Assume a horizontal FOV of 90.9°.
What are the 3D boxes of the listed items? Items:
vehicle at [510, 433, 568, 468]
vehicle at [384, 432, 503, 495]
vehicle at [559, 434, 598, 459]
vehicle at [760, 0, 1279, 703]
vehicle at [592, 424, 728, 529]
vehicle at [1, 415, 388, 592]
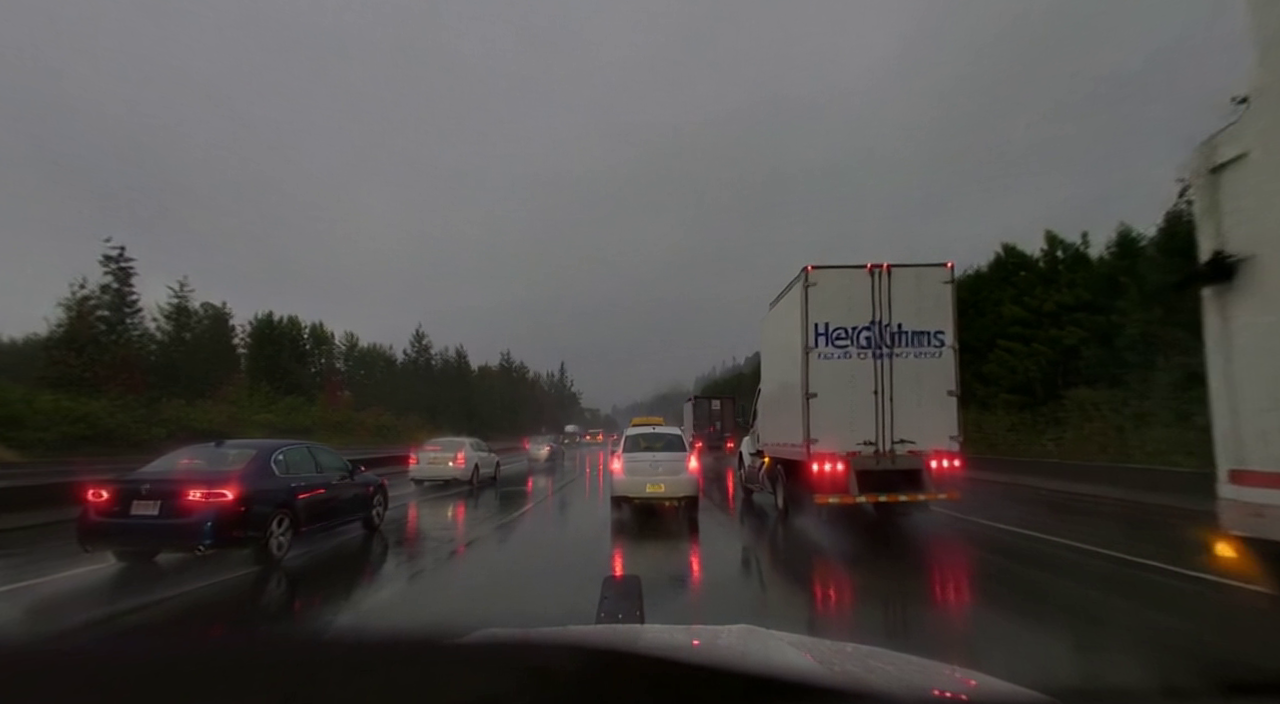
[{"bbox_3d":[-4.624,4.545,29.394,1.887,1.493,4.411,0,-8,1],"label":"vehicle"},{"bbox_3d":[-5.072,2.898,16.875,1.880,1.458,3.978,0,-8,0],"label":"vehicle"},{"bbox_3d":[-3.956,6.142,41.192,2.005,1.475,4.466,0,-8,1],"label":"vehicle"},{"bbox_3d":[3.974,0.100,5.828,2.817,3.989,14.321,0,-8,-1],"label":"vehicle"},{"bbox_3d":[0.284,2.044,10.973,1.973,1.505,3.568,0,-8,0],"label":"vehicle"},{"bbox_3d":[-4.607,1.564,7.355,1.821,1.514,3.677,0,-8,-1],"label":"vehicle"}]
